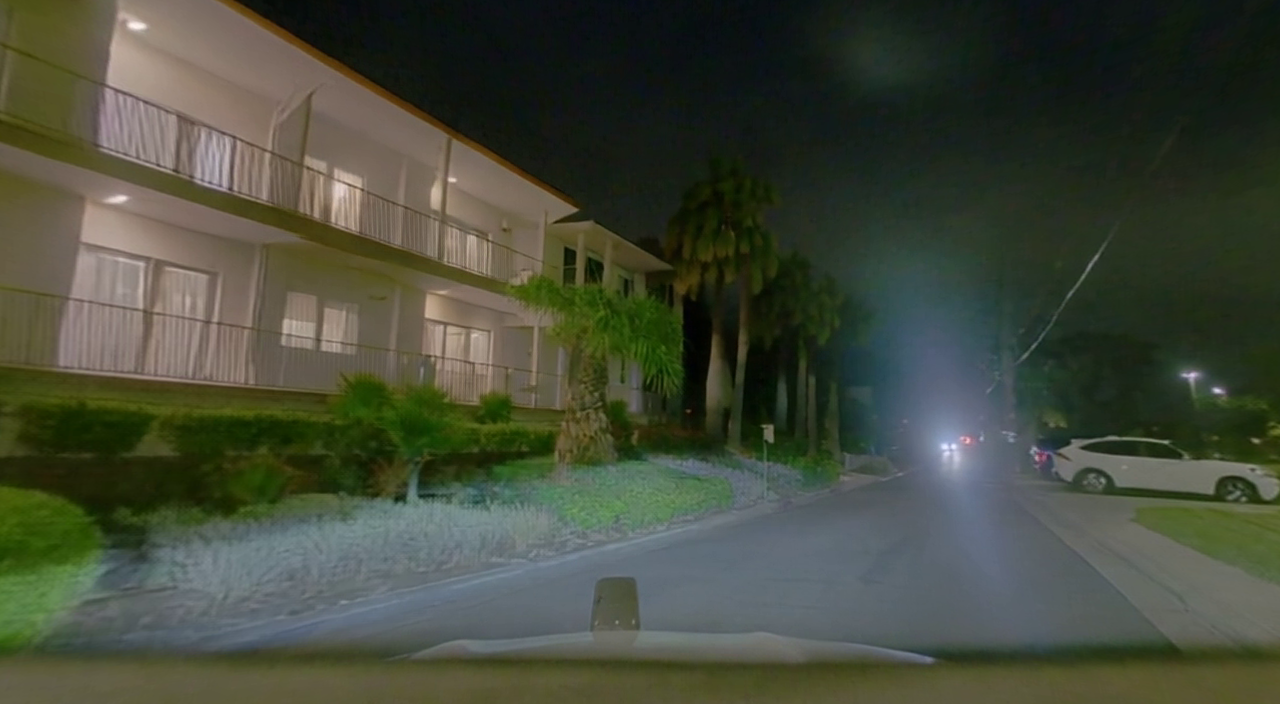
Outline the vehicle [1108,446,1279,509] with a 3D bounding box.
[{"bbox_3d":[16.116,3.557,18.067,4.195,1.446,1.979,-4,-11,40],"label":"vehicle"}]
